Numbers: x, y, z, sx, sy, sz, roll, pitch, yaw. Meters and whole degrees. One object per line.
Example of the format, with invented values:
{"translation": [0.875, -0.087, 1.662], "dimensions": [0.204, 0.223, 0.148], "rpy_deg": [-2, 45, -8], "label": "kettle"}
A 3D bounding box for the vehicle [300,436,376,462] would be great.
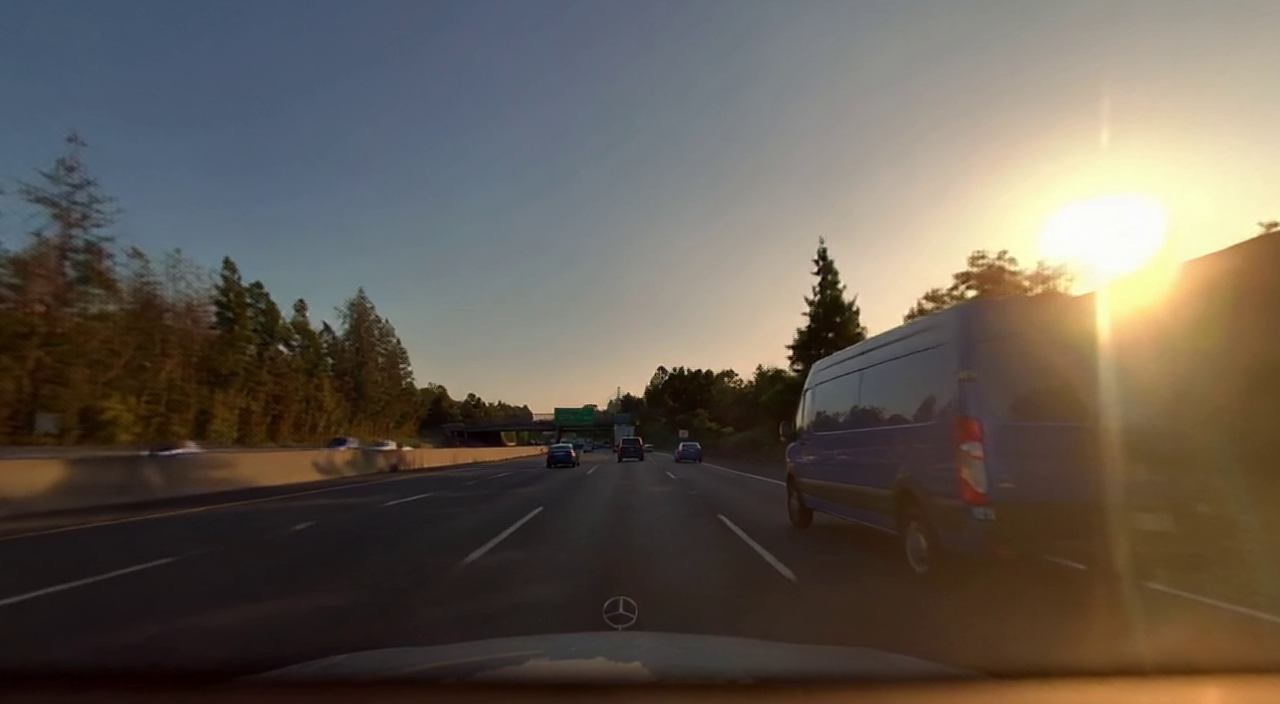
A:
{"translation": [-21.776, 7.015, 45.954], "dimensions": [2.779, 1.748, 5.743], "rpy_deg": [0, -8, -1], "label": "vehicle"}

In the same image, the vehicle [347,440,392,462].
{"translation": [-18.448, 6.755, 43.273], "dimensions": [1.573, 1.473, 3.348], "rpy_deg": [0, -8, 0], "label": "vehicle"}

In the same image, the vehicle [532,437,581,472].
{"translation": [-4.344, 5.408, 33.524], "dimensions": [2.023, 1.709, 4.263], "rpy_deg": [0, -8, 0], "label": "vehicle"}

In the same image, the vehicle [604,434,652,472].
{"translation": [-0.588, 5.212, 32.748], "dimensions": [2.297, 1.783, 4.355], "rpy_deg": [0, -8, -1], "label": "vehicle"}

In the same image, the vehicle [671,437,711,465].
{"translation": [3.323, 6.551, 41.858], "dimensions": [2.160, 1.759, 4.214], "rpy_deg": [0, -8, -2], "label": "vehicle"}

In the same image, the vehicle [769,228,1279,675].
{"translation": [3.541, 1.012, 7.122], "dimensions": [2.631, 2.709, 6.496], "rpy_deg": [0, -8, -1], "label": "vehicle"}

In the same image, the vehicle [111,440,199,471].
{"translation": [-25.163, 5.369, 32.924], "dimensions": [1.644, 1.512, 3.678], "rpy_deg": [0, -8, -1], "label": "vehicle"}
